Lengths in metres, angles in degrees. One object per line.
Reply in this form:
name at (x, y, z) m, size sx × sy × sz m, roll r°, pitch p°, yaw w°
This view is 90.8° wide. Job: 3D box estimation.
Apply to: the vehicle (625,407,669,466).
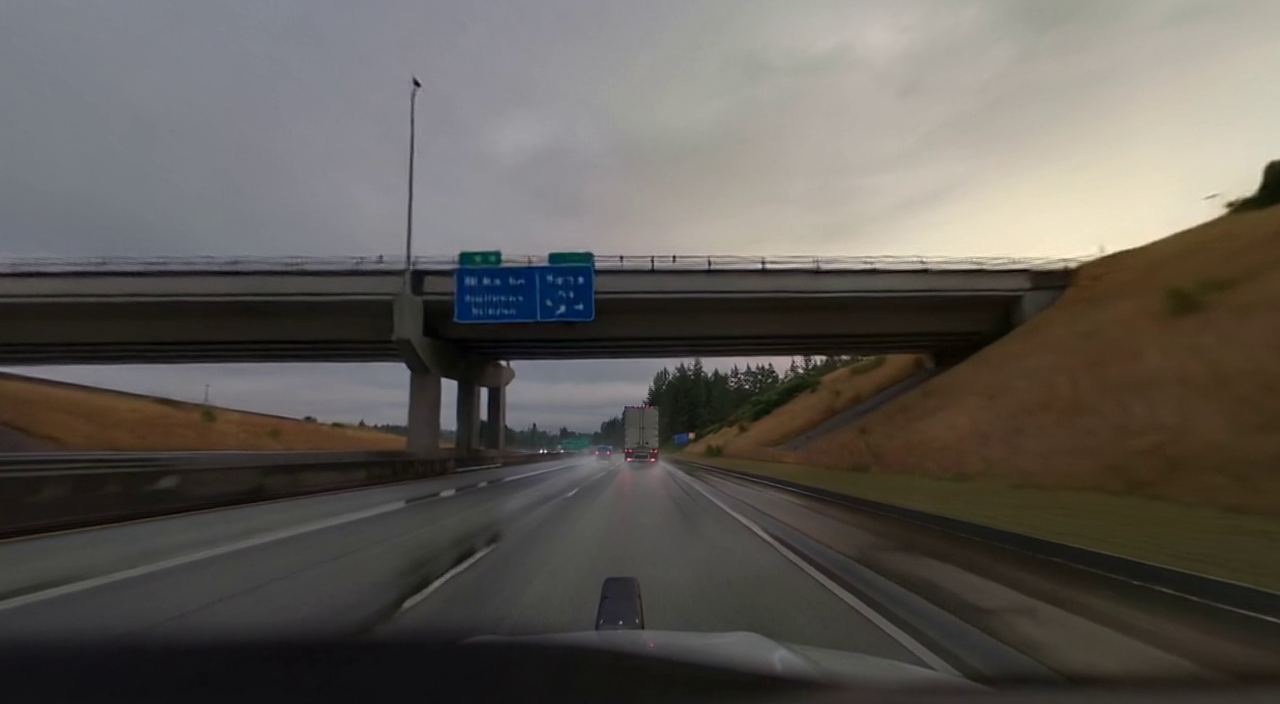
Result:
vehicle at (0.427, 6.727, 49.254) m, size 3.033 × 3.985 × 12.383 m, roll 0°, pitch -9°, yaw 0°
